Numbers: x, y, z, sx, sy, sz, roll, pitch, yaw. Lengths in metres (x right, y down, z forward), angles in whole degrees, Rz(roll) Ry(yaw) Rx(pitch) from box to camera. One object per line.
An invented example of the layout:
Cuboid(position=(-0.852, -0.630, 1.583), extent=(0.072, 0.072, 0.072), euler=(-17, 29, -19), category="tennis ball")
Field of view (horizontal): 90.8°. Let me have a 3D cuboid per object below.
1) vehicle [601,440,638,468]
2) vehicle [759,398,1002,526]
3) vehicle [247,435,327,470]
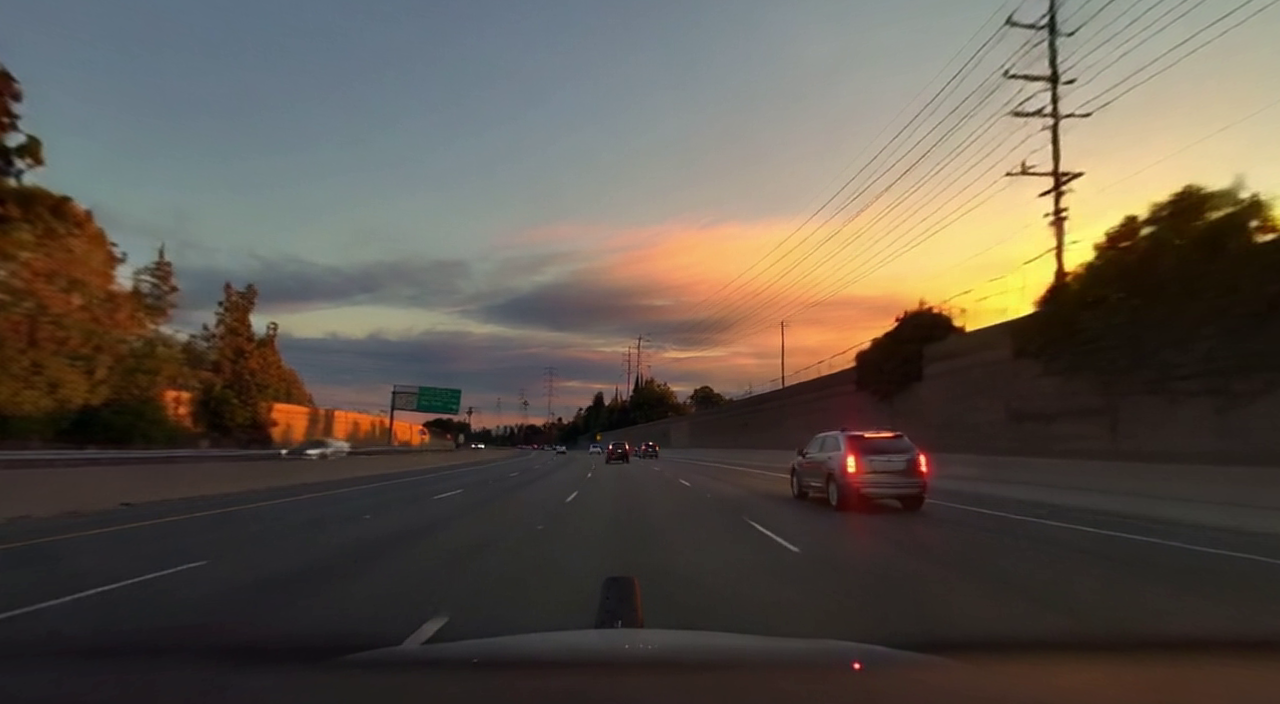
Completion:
Cuboid(position=(-1.436, 6.794, 42.212), extent=(2.188, 1.714, 3.921), euler=(1, -9, -6), category="vehicle")
Cuboid(position=(4.430, 2.201, 13.161), extent=(2.504, 2.033, 5.979), euler=(0, -8, -2), category="vehicle")
Cuboid(position=(-19.215, 5.497, 34.631), extent=(1.999, 1.779, 4.398), euler=(0, -9, -3), category="vehicle")
